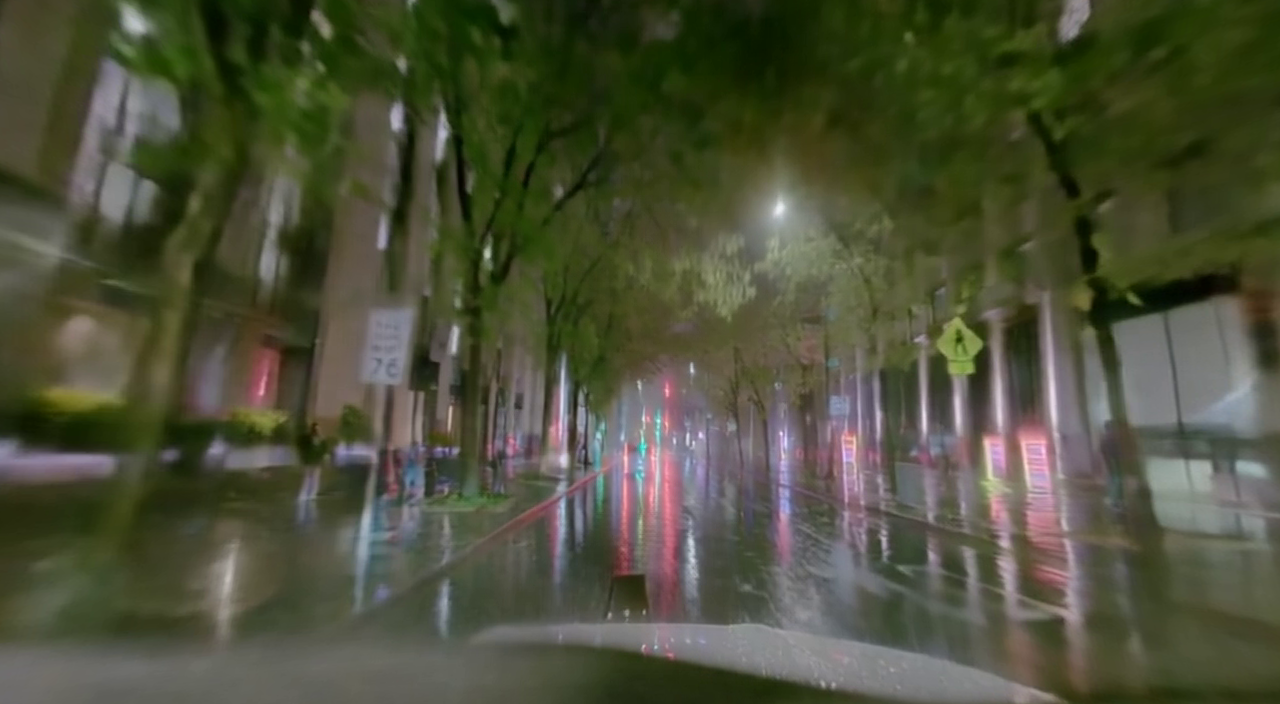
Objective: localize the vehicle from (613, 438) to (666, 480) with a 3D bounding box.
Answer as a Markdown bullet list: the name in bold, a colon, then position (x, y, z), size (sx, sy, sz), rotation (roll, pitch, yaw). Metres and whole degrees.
- **vehicle**: position (-0.060, 4.533, 26.864), size (2.079, 1.621, 3.861), rotation (0, -9, -1)
